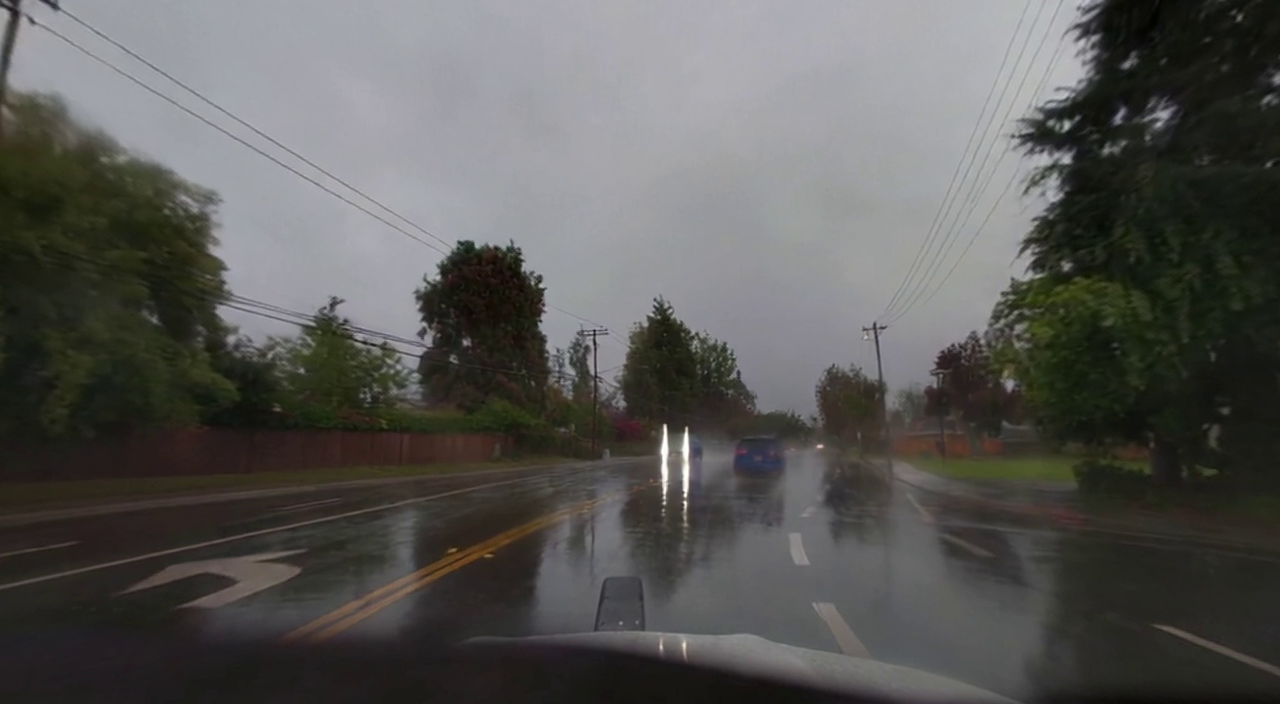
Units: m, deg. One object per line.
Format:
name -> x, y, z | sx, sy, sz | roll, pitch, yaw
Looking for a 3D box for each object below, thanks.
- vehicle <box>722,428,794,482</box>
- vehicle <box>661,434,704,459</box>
vehicle -> 4.218, 3.553, 22.099 | 2.139, 1.699, 3.916 | -2, -8, 15
vehicle -> 3.044, 6.683, 44.671 | 2.226, 1.664, 4.342 | -2, -8, 14
